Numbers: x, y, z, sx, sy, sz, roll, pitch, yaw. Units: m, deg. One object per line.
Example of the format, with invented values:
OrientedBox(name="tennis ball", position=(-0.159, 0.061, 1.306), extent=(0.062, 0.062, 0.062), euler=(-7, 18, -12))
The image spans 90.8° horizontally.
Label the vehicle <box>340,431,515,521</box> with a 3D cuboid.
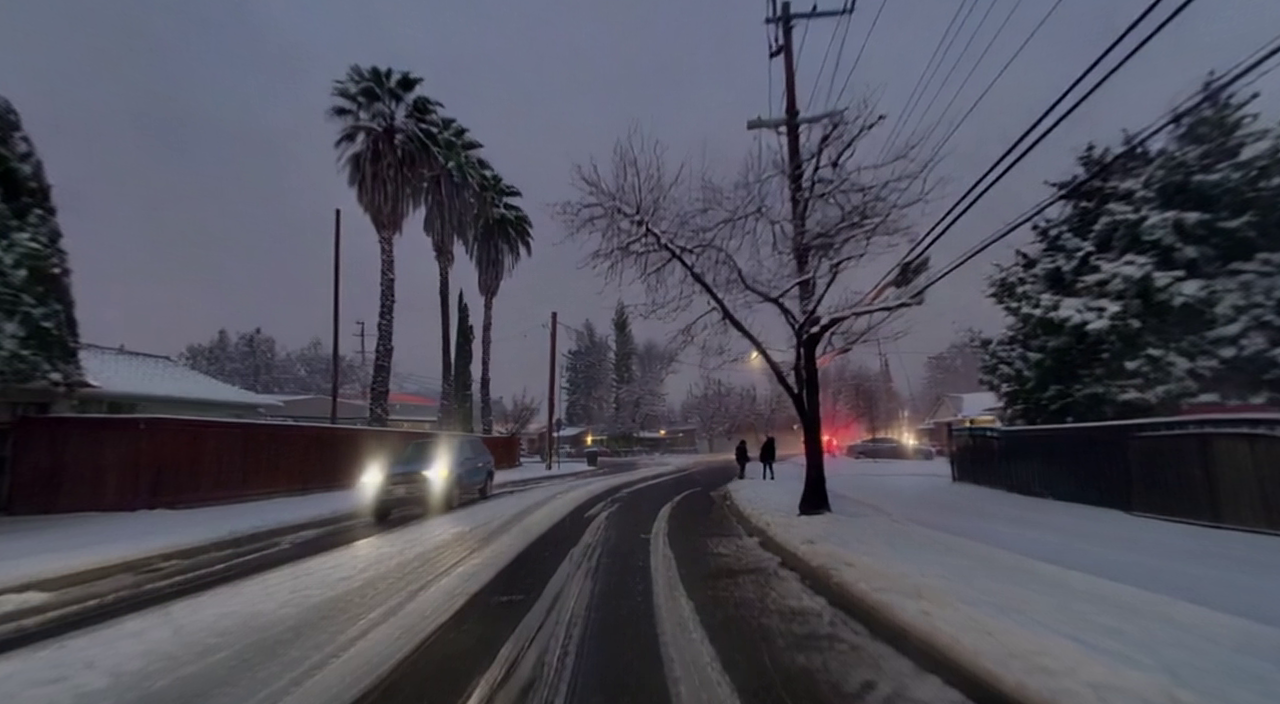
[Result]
OrientedBox(name="vehicle", position=(-4.692, 2.831, 14.892), extent=(2.208, 1.758, 4.529), euler=(-1, -9, 5))
